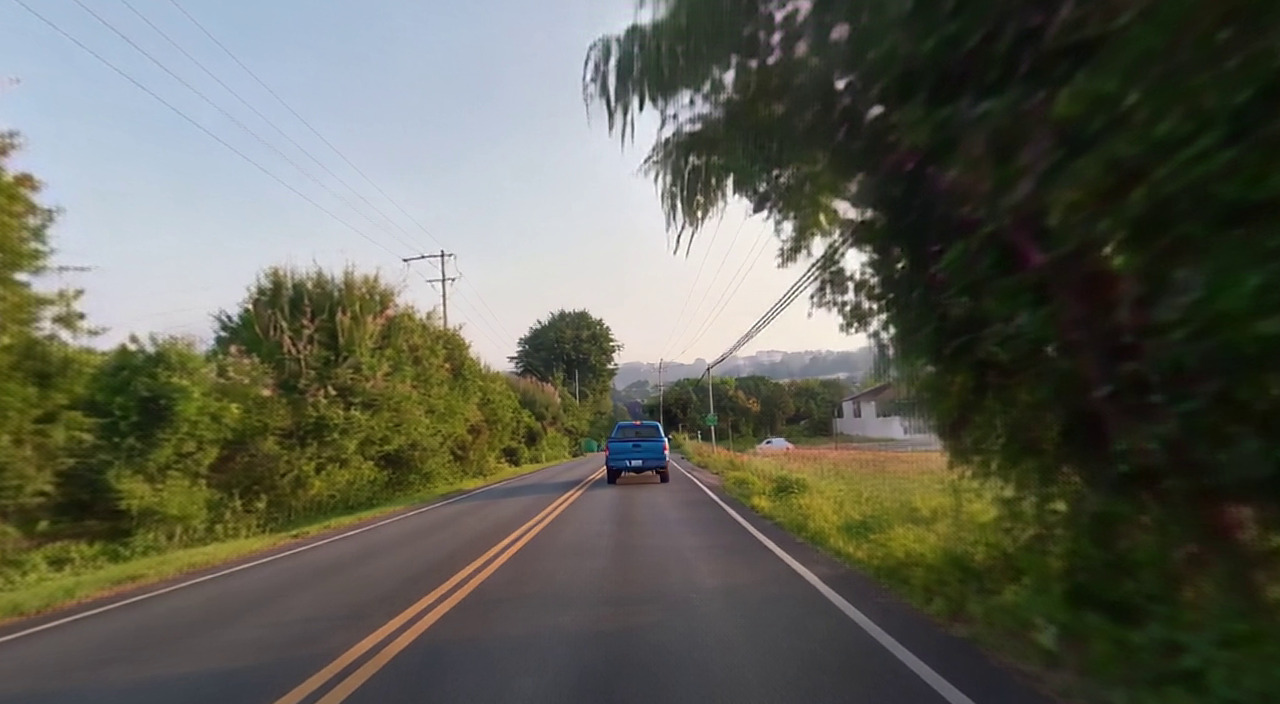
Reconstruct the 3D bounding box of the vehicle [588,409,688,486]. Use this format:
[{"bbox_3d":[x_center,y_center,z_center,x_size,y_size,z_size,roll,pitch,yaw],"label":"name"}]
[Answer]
[{"bbox_3d":[-0.111,3.436,22.934,3.021,2.326,7.410,0,-8,-1],"label":"vehicle"}]
